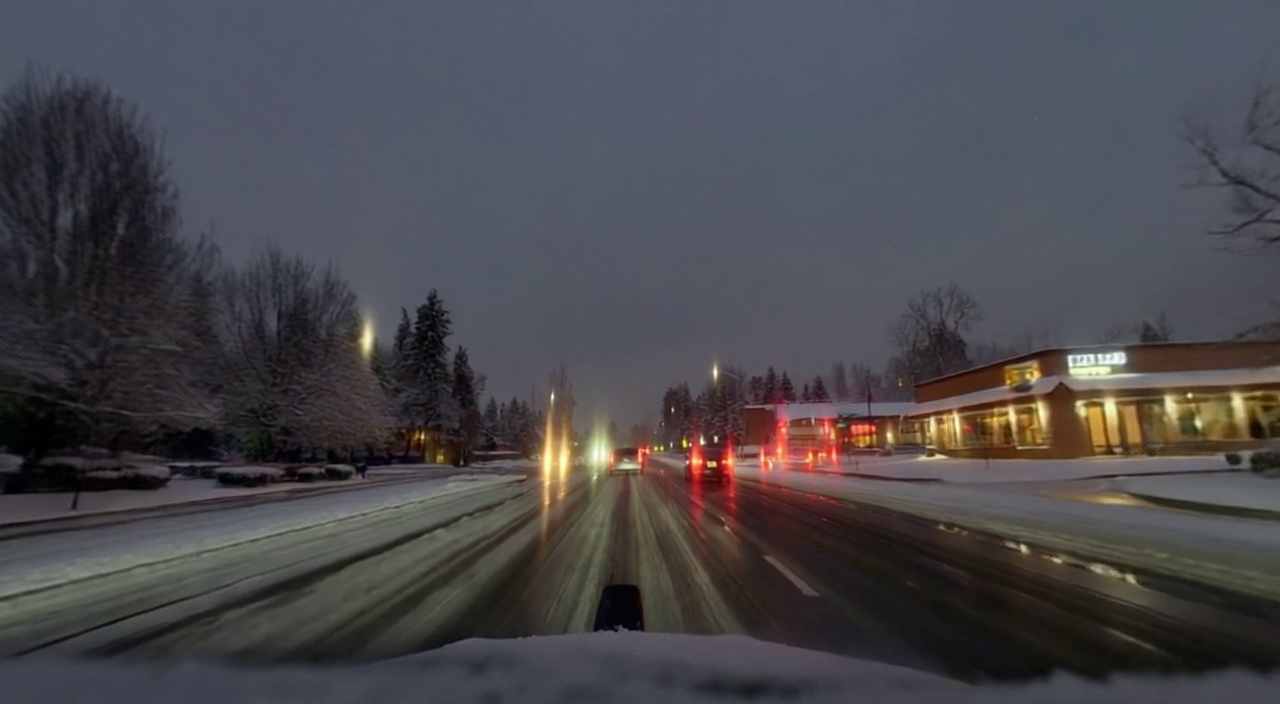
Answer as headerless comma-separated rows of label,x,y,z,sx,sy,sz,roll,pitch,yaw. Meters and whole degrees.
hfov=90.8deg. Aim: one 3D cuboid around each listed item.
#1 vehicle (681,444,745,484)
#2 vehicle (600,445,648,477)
vehicle,2.952,4.620,26.473,2.057,1.491,4.675,0,-8,-1
vehicle,-0.726,5.415,31.552,2.242,1.474,4.127,0,-8,0
